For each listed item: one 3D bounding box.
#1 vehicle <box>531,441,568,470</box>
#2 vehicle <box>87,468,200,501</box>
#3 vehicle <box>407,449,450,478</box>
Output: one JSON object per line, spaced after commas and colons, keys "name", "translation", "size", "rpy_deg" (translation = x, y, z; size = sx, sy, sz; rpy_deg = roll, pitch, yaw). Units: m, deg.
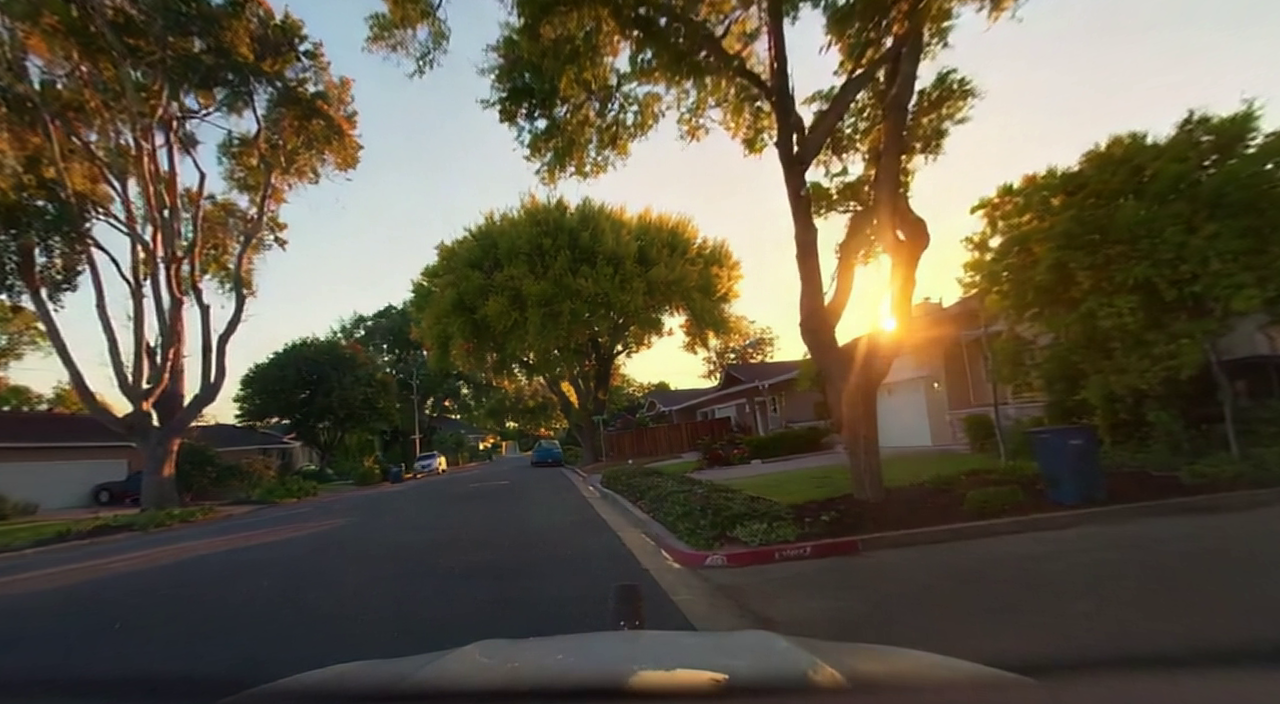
{"name": "vehicle", "translation": [-5.573, 6.297, 38.593], "size": [2.005, 1.553, 3.984], "rpy_deg": [-2, -9, -10]}
{"name": "vehicle", "translation": [-26.780, 7.158, 34.222], "size": [4.404, 1.495, 1.844], "rpy_deg": [0, -9, -8]}
{"name": "vehicle", "translation": [-15.632, 8.211, 46.934], "size": [2.208, 1.834, 4.675], "rpy_deg": [-3, -8, -10]}
